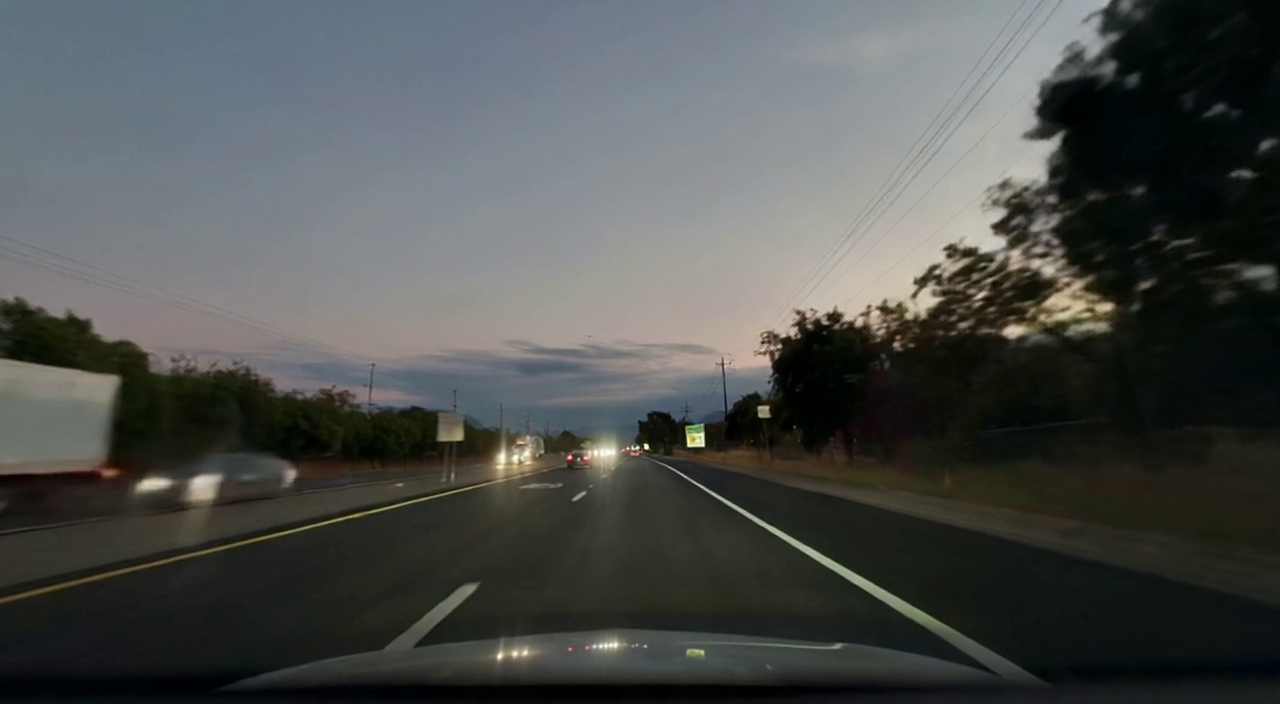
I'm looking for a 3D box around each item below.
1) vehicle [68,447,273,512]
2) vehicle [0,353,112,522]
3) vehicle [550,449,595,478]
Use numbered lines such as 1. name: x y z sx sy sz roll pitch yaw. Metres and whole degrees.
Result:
1. vehicle: -12.236 3.327 16.803 2.162 1.491 4.265 0 -9 0
2. vehicle: -17.064 1.464 11.344 3.067 4.053 13.781 0 -9 0
3. vehicle: -3.765 6.309 35.695 2.123 1.545 4.404 0 -9 0
